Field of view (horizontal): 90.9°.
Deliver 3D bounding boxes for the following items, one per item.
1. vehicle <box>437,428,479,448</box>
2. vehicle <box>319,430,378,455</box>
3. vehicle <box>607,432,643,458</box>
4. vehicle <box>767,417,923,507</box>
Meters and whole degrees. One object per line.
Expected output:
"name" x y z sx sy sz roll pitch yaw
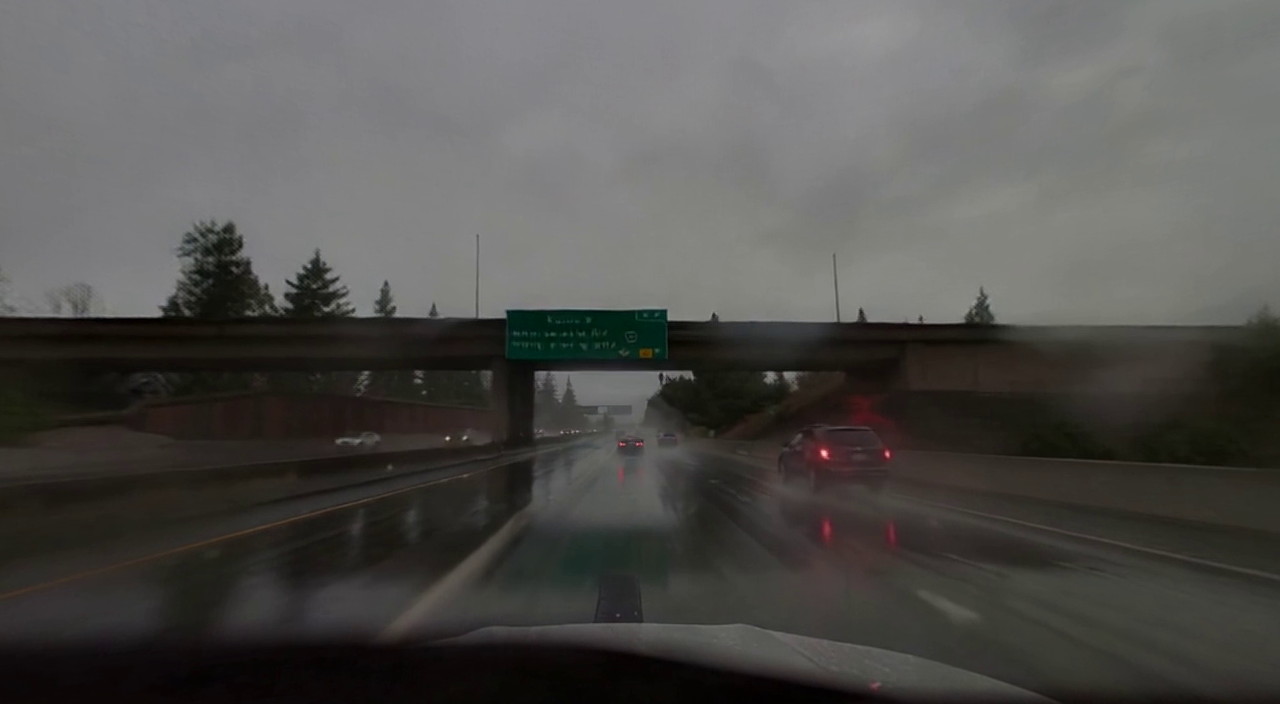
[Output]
"vehicle" -14.107 6.710 49.067 2.017 1.493 4.377 0 -8 -1
"vehicle" -17.864 5.557 38.777 1.753 1.452 4.018 0 -8 -1
"vehicle" -0.899 5.495 37.273 1.987 1.440 3.565 0 -8 -1
"vehicle" 4.064 2.230 13.234 1.892 1.600 3.782 0 -8 -1
